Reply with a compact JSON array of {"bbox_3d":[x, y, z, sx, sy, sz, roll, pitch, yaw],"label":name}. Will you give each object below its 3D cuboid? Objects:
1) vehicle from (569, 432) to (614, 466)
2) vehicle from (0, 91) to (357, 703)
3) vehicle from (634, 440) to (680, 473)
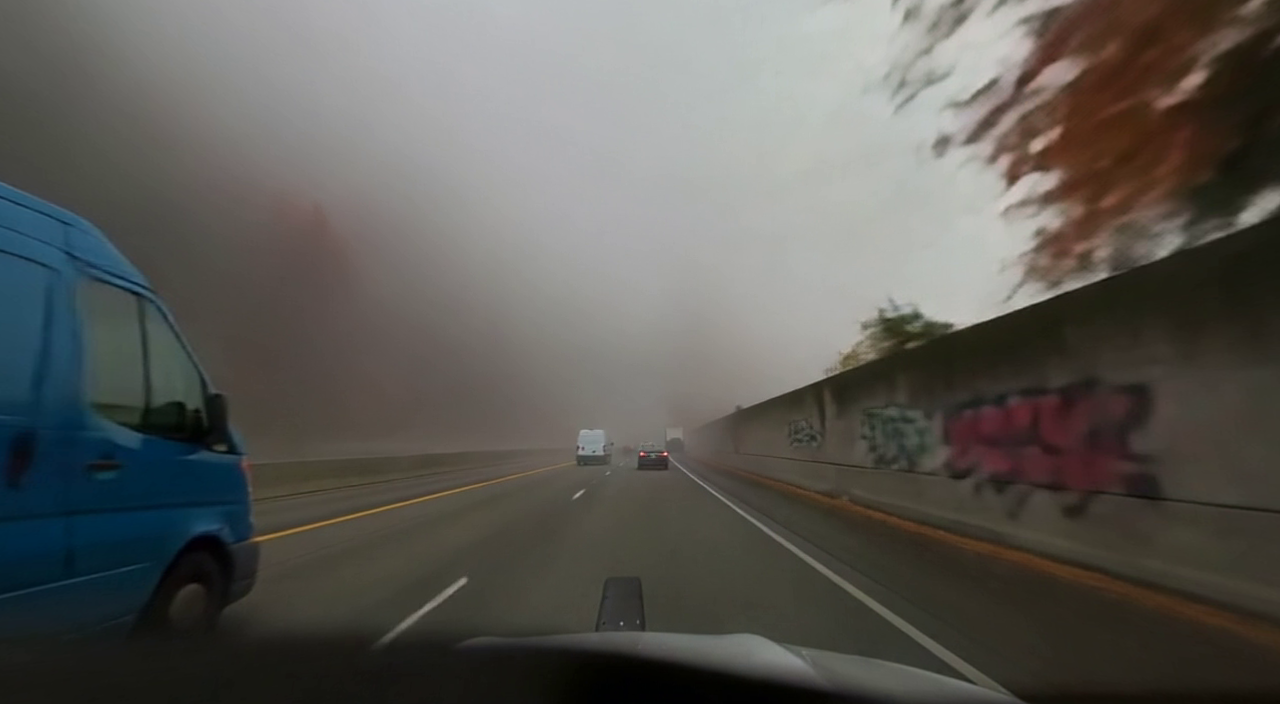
[{"bbox_3d":[-2.895,6.011,39.119,2.199,1.973,5.078,0,-8,2],"label":"vehicle"},{"bbox_3d":[-3.755,0.272,2.418,2.297,2.687,6.317,0,-8,1],"label":"vehicle"},{"bbox_3d":[0.821,5.062,30.807,2.071,1.487,3.948,0,-8,1],"label":"vehicle"}]
